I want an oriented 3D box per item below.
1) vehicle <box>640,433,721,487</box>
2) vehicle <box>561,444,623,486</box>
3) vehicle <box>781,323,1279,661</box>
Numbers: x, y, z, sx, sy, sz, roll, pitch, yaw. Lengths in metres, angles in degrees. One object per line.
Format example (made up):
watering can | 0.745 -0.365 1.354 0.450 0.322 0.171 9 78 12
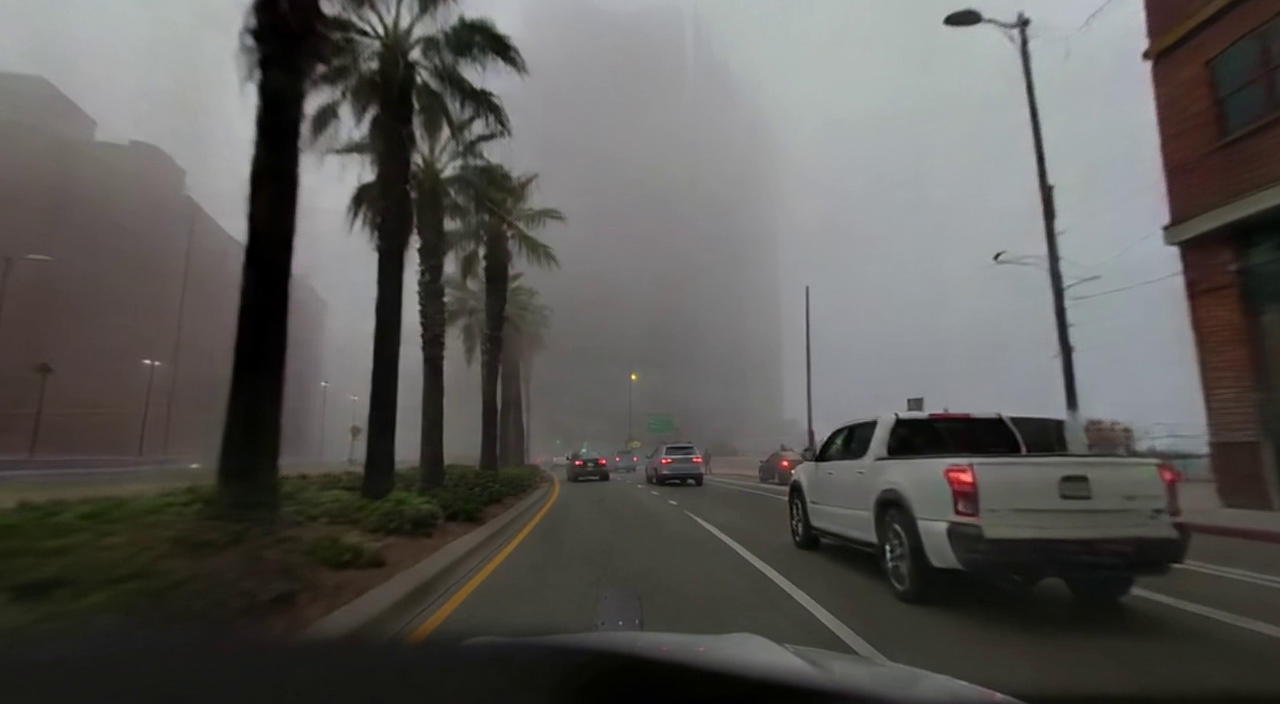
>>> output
vehicle | 1.525 4.445 26.298 2.407 1.991 5.130 1 -9 -7
vehicle | -2.172 4.839 27.470 2.332 1.625 4.933 1 -9 -8
vehicle | 3.468 1.259 6.744 2.434 2.171 5.098 0 -9 -4
